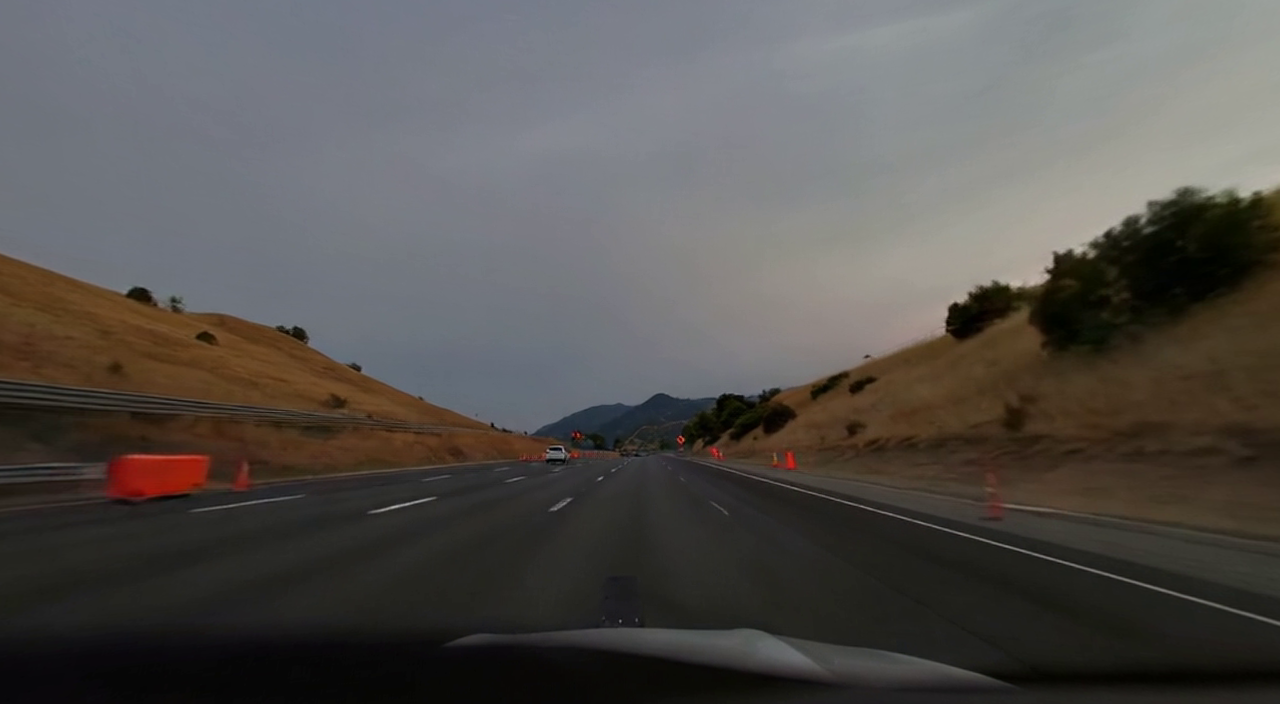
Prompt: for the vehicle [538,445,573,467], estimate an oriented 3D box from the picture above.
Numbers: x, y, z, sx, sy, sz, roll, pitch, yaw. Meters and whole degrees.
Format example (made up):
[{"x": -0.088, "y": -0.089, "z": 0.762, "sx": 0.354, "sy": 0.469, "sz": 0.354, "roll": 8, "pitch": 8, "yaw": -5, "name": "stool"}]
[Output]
[{"x": -6.452, "y": 8.005, "z": 48.426, "sx": 2.042, "sy": 1.585, "sz": 4.162, "roll": 0, "pitch": -9, "yaw": 1, "name": "vehicle"}]
